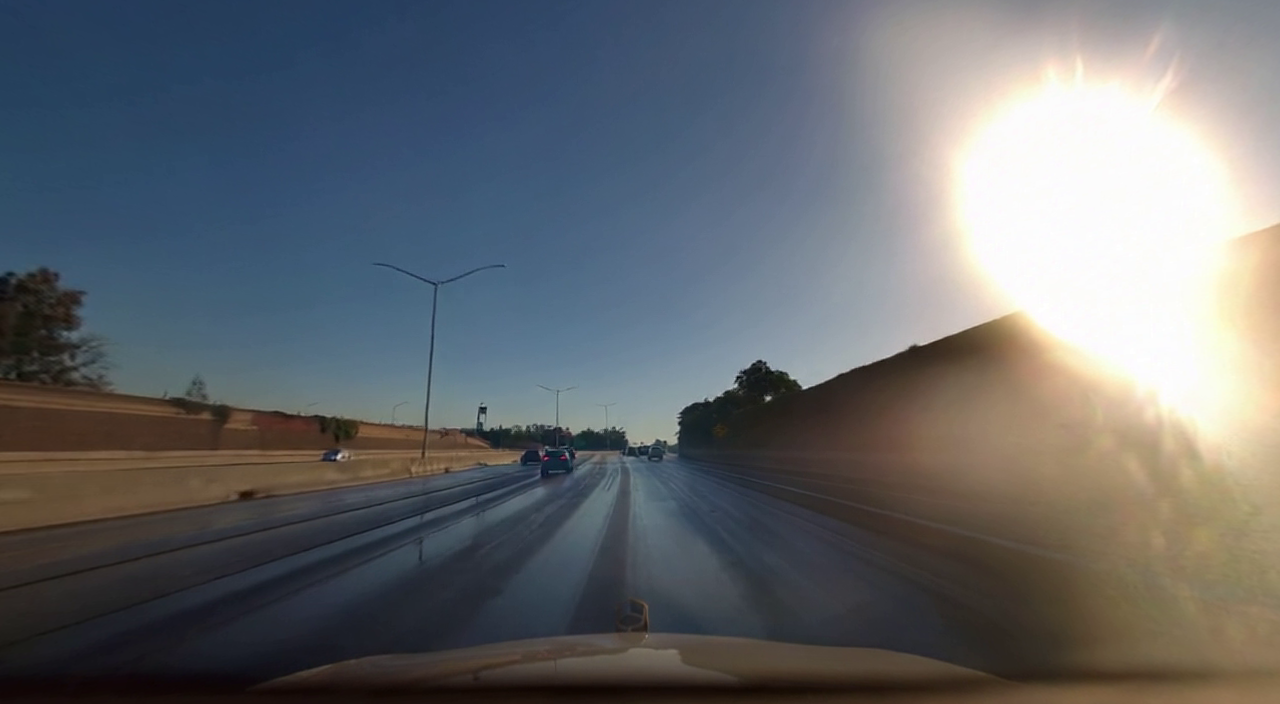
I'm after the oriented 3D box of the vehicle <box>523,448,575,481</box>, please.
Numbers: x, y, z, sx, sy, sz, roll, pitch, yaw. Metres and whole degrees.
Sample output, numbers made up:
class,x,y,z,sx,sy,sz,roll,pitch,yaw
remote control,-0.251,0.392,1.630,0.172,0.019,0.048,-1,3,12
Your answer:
class,x,y,z,sx,sy,sz,roll,pitch,yaw
vehicle,-4.412,5.493,31.147,2.014,1.481,4.156,0,-9,-1
